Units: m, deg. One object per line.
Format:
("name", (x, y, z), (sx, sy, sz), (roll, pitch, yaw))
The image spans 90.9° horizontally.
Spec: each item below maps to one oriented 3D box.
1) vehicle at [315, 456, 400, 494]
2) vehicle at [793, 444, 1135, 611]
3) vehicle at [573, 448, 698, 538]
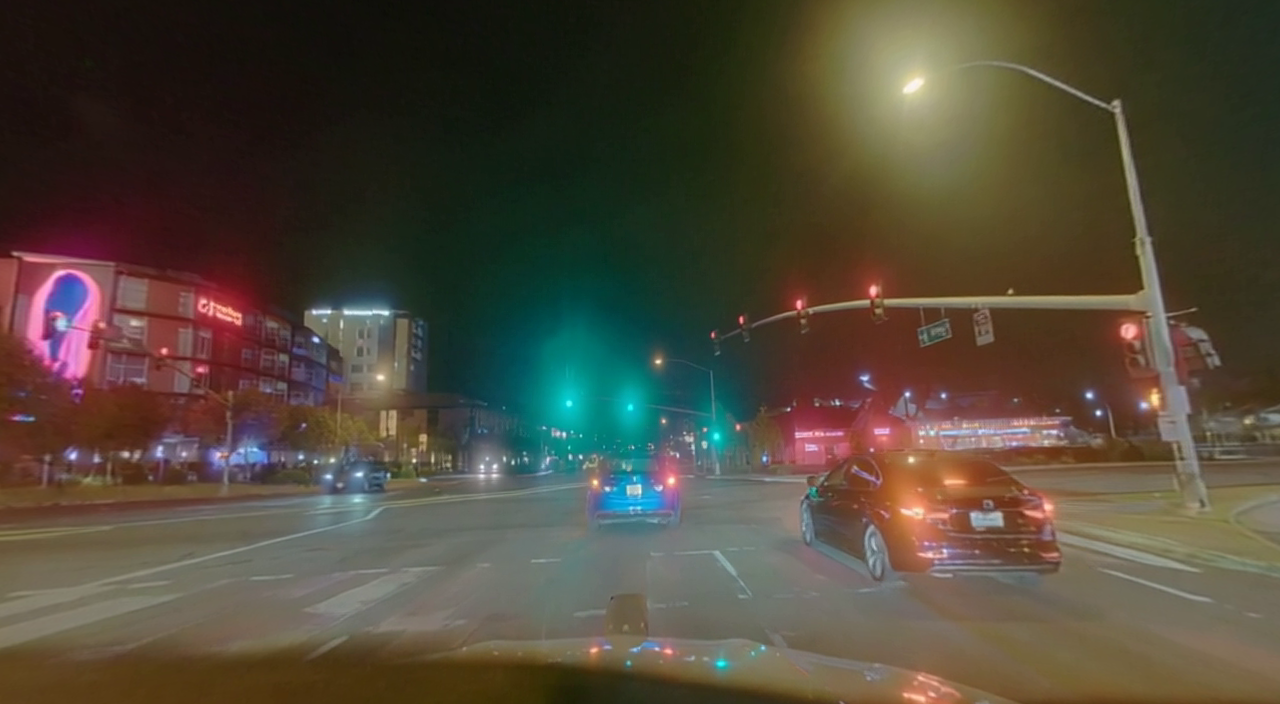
("vehicle", (-14.824, 6.445, 33.461), (2.126, 1.782, 4.880), (0, -8, 2))
("vehicle", (3.329, 1.830, 7.589), (1.860, 1.430, 4.089), (0, -8, -1))
("vehicle", (-0.086, 2.673, 12.634), (2.094, 1.481, 4.078), (0, -8, 0))
